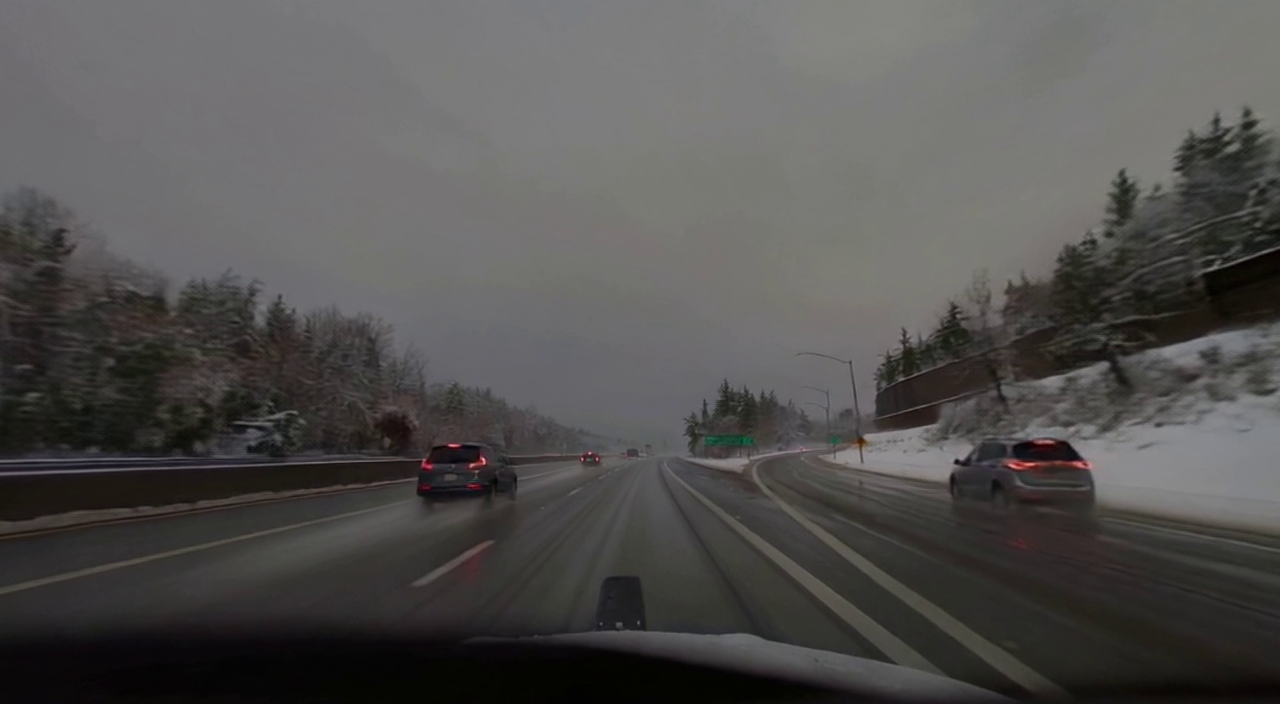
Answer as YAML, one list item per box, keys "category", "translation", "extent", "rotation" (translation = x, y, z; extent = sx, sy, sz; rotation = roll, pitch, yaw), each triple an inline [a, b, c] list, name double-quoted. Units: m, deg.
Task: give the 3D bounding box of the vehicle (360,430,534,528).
- category: "vehicle"
  translation: [-3.750, 2.559, 13.242]
  extent: [2.263, 1.696, 4.321]
  rotation: [0, -9, 0]

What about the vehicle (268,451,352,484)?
- category: "vehicle"
  translation: [-16.154, 5.651, 31.061]
  extent: [1.897, 1.470, 3.972]
  rotation: [0, -9, 1]

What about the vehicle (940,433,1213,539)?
- category: "vehicle"
  translation: [7.591, 2.349, 11.749]
  extent: [2.020, 1.548, 4.715]
  rotation: [-1, -9, 5]

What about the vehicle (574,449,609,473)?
- category: "vehicle"
  translation: [-3.293, 7.449, 43.369]
  extent: [1.997, 1.540, 3.906]
  rotation: [0, -9, 1]
